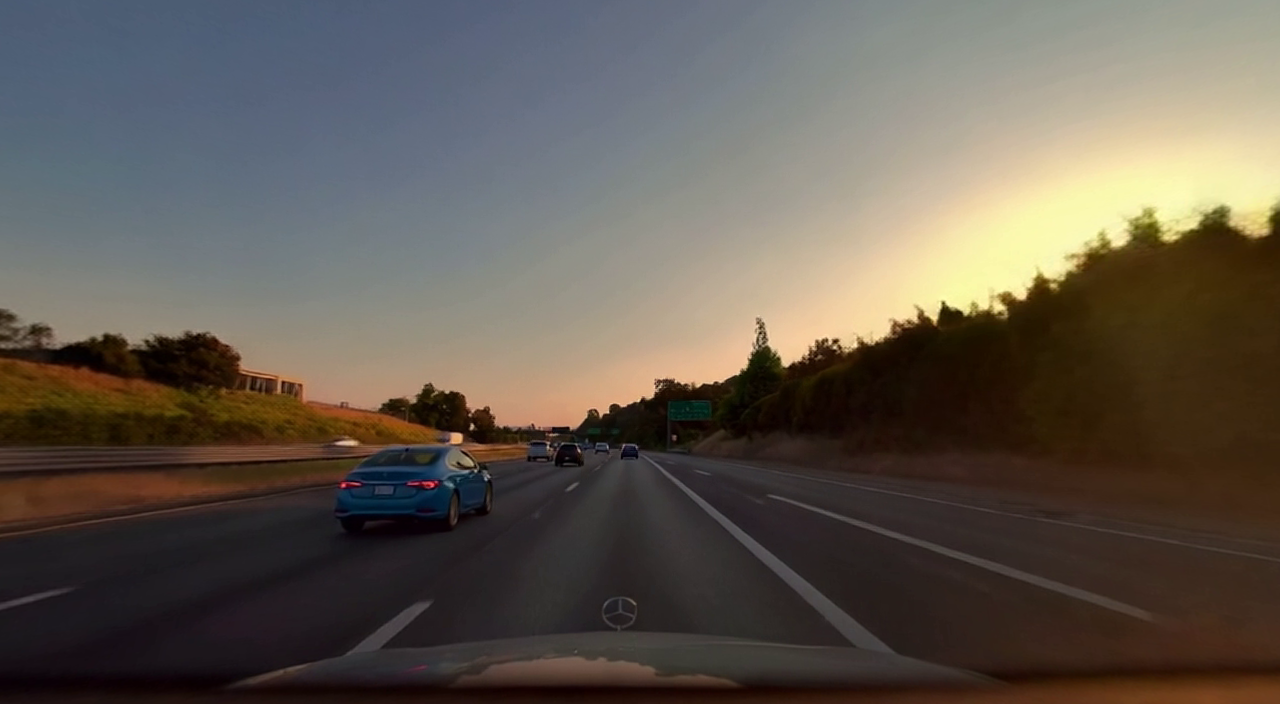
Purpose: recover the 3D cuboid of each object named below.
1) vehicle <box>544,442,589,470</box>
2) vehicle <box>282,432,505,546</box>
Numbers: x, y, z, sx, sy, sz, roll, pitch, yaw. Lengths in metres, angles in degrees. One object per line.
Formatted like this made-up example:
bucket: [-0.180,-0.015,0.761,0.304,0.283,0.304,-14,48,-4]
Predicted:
vehicle: [-4.098,5.885,35.918,2.068,1.501,4.395,0,-9,-1]
vehicle: [-3.785,2.167,10.723,2.025,1.506,4.429,0,-9,-1]
